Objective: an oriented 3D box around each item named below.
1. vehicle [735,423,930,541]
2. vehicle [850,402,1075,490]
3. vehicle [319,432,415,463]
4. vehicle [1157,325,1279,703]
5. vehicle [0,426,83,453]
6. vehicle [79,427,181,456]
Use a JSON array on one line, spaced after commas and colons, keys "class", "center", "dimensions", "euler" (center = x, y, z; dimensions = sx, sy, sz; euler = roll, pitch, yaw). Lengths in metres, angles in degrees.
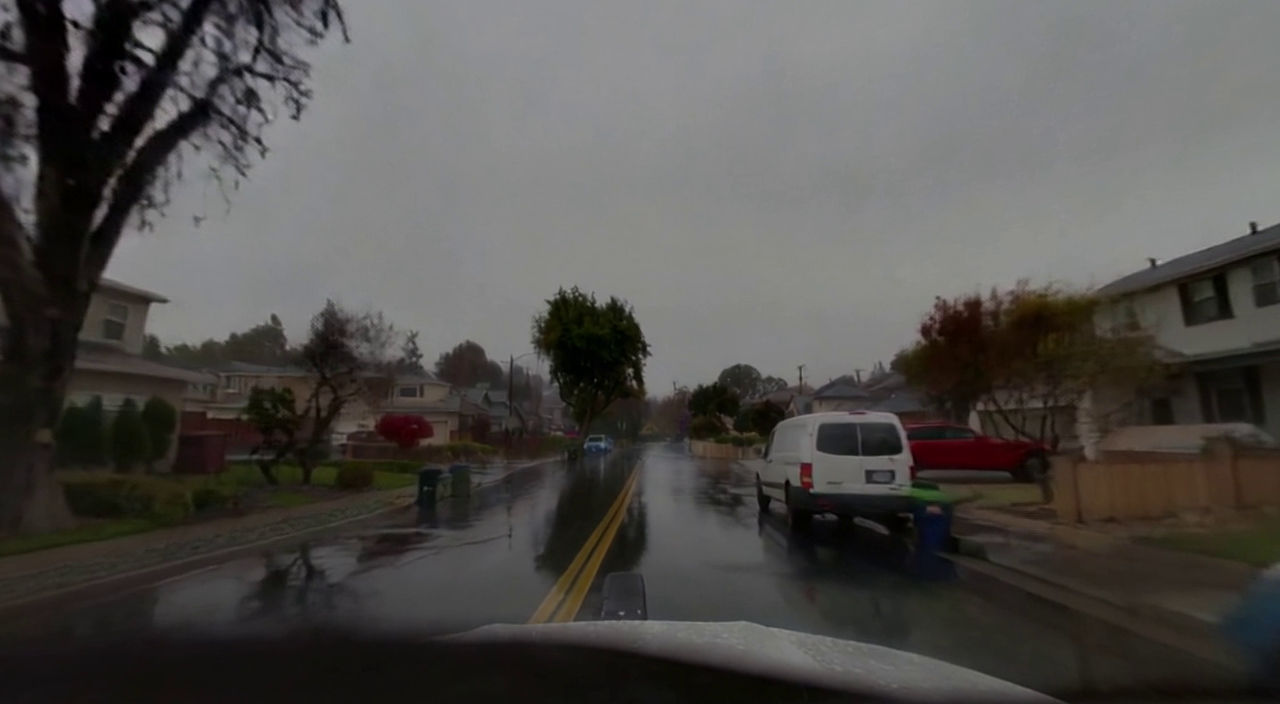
[{"class": "vehicle", "center": [3.202, 2.307, 11.944], "dimensions": [2.074, 1.646, 5.457], "euler": [1, -9, 1]}, {"class": "vehicle", "center": [8.897, 2.661, 17.866], "dimensions": [4.912, 1.866, 2.359], "euler": [-5, -9, -1]}, {"class": "vehicle", "center": [-16.382, 5.769, 38.073], "dimensions": [4.722, 1.730, 2.109], "euler": [0, -11, 4]}, {"class": "vehicle", "center": [3.022, 0.493, 0.373], "dimensions": [1.822, 1.668, 4.147], "euler": [0, -9, -1]}, {"class": "vehicle", "center": [-37.427, 5.362, 38.628], "dimensions": [4.969, 1.501, 1.905], "euler": [0, -10, 3]}, {"class": "vehicle", "center": [-30.959, 5.466, 38.424], "dimensions": [4.562, 1.613, 1.979], "euler": [0, -10, 4]}]
